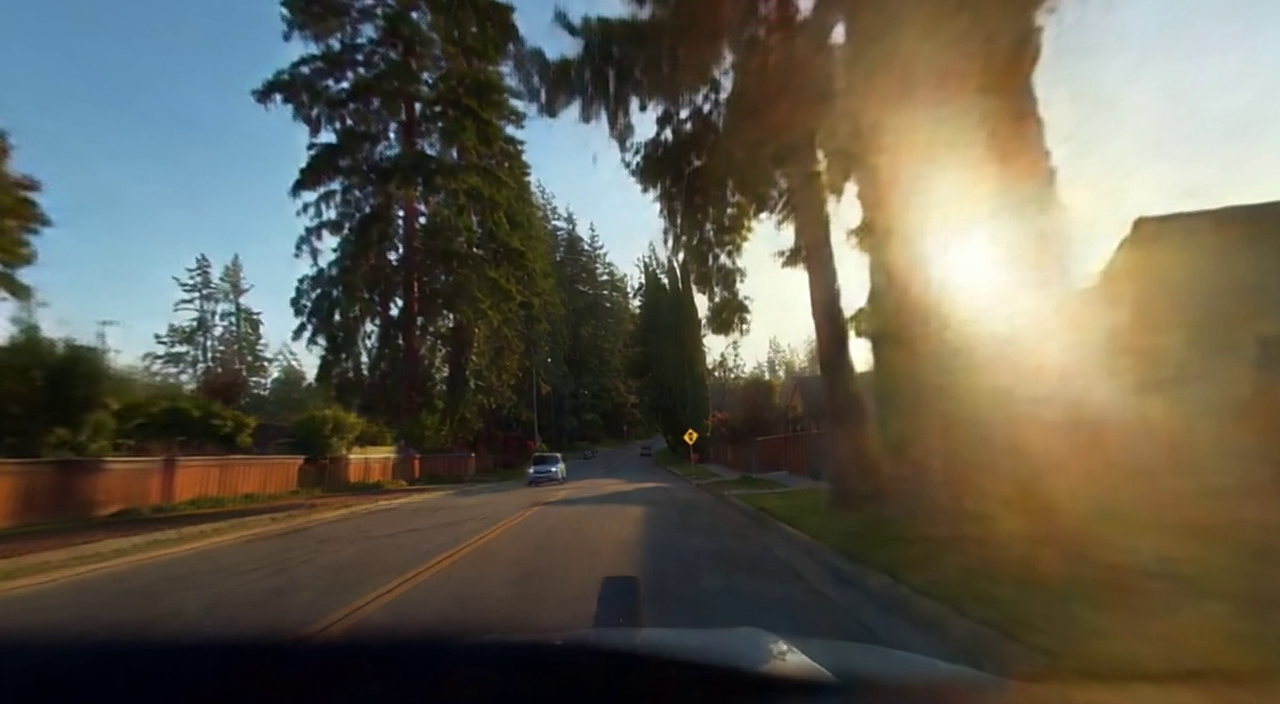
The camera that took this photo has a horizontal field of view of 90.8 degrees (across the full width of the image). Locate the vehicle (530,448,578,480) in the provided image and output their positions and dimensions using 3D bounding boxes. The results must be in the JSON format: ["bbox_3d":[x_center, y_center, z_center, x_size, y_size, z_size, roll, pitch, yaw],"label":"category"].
[{"bbox_3d":[-4.844,6.386,36.354,2.087,1.693,4.343,0,-8,1],"label":"vehicle"}]
